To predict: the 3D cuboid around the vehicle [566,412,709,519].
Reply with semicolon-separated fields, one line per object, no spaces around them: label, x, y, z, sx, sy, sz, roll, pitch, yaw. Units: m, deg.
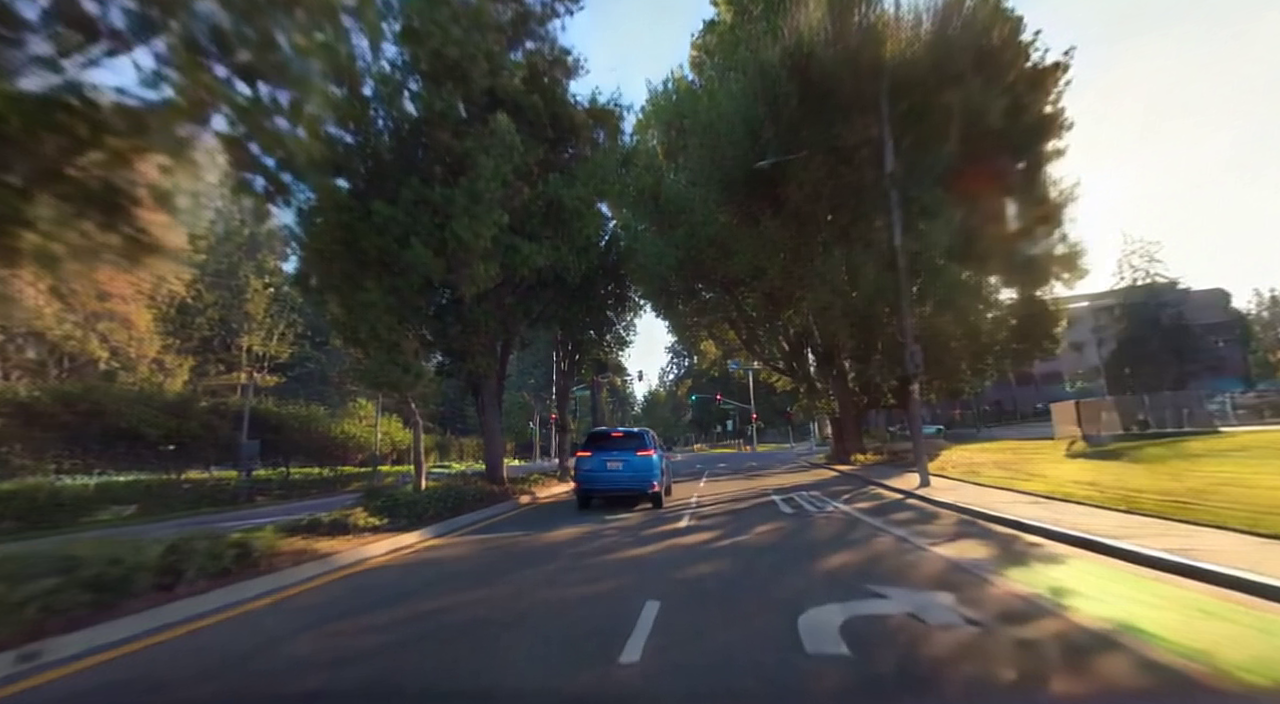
vehicle;0.183;2.283;13.148;2.339;1.790;4.629;-1;-9;7
